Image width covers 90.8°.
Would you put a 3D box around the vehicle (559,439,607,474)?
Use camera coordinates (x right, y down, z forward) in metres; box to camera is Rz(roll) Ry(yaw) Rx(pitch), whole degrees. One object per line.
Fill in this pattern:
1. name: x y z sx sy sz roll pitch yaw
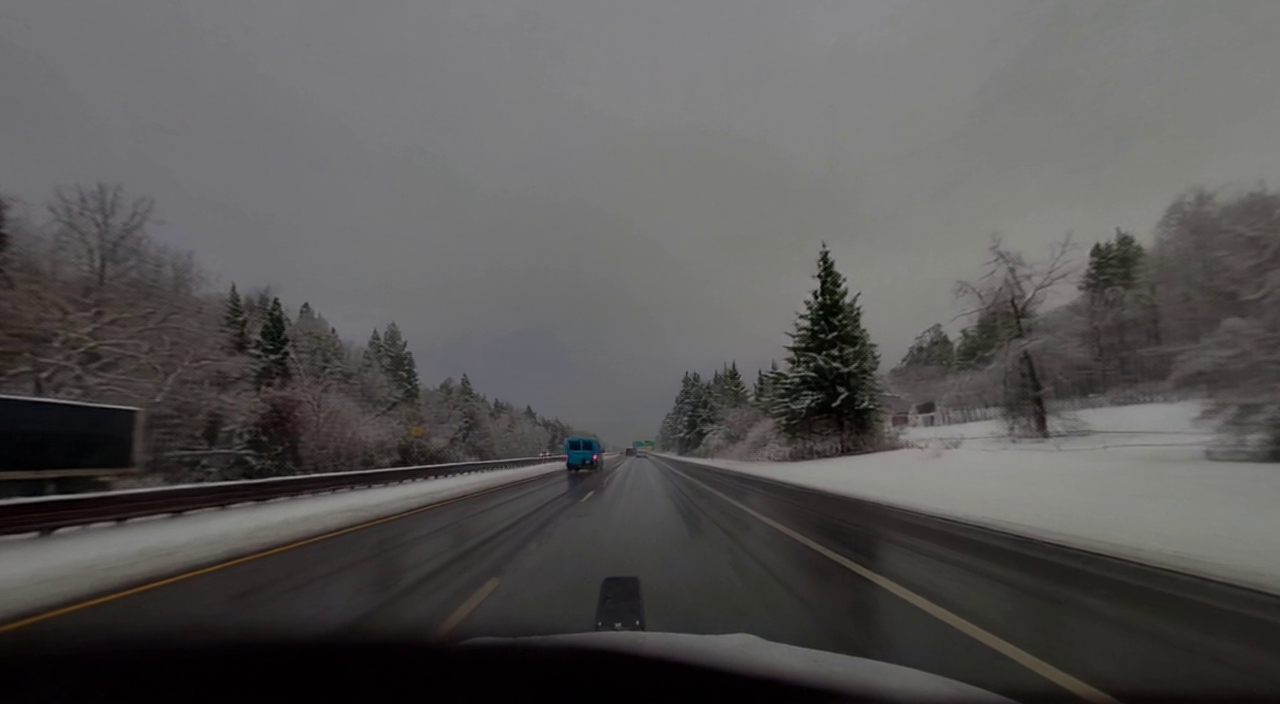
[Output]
1. vehicle: -3.315 6.256 37.978 2.349 1.973 5.419 0 -9 0

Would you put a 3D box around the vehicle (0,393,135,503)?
1. vehicle: -24.206 3.634 23.889 2.928 3.860 8.514 0 -9 0
